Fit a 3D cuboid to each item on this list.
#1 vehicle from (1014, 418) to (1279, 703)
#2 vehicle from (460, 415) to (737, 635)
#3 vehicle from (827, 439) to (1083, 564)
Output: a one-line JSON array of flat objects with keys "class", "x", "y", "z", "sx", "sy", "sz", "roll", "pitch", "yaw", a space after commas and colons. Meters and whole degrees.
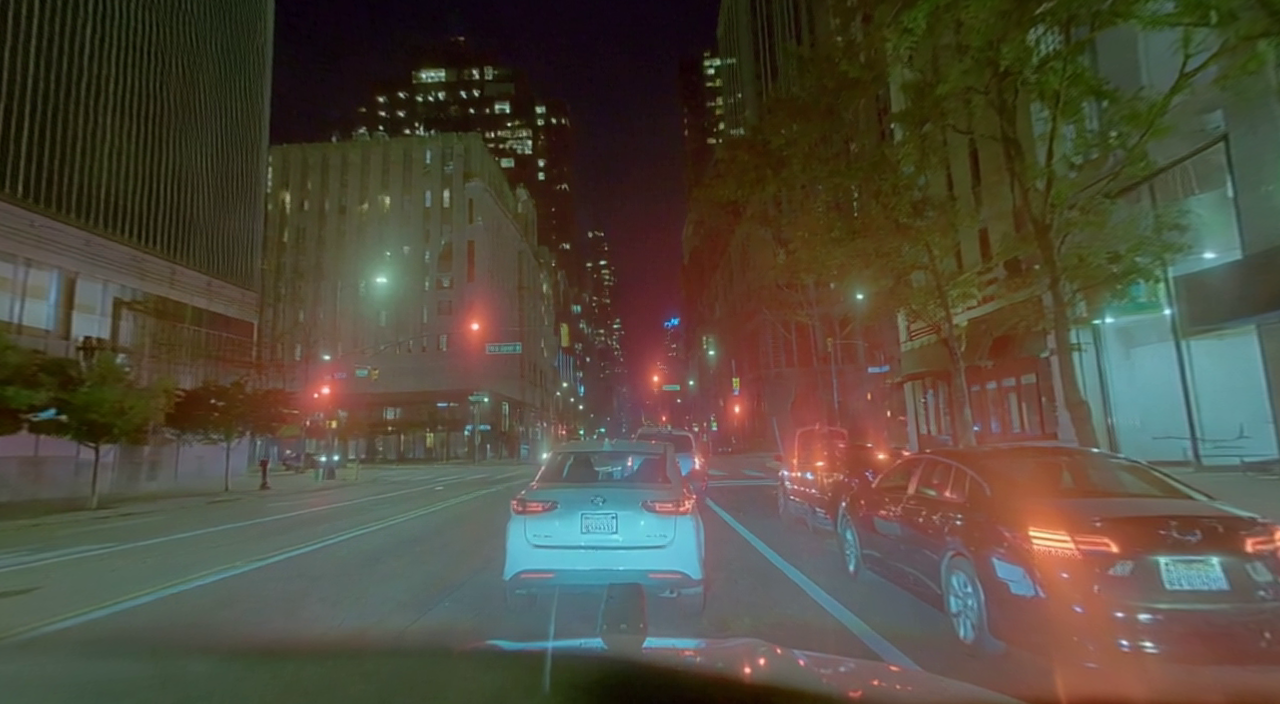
[{"class": "vehicle", "x": 3.176, "y": 0.824, "z": 1.150, "sx": 2.006, "sy": 1.496, "sz": 4.767, "roll": 0, "pitch": -8, "yaw": -1}, {"class": "vehicle", "x": -0.284, "y": 1.456, "z": 6.237, "sx": 1.888, "sy": 1.489, "sz": 3.703, "roll": 0, "pitch": -8, "yaw": 0}, {"class": "vehicle", "x": 4.527, "y": 2.157, "z": 10.045, "sx": 1.912, "sy": 1.505, "sz": 4.618, "roll": -1, "pitch": -8, "yaw": 3}]
